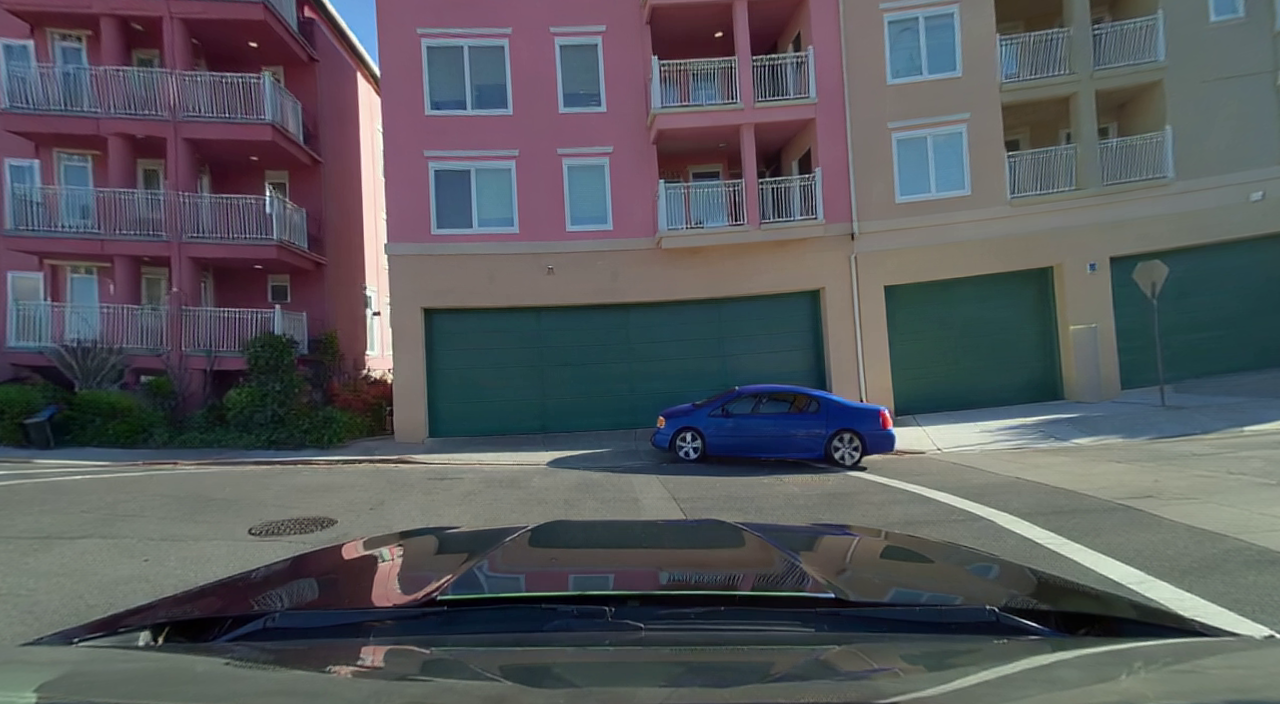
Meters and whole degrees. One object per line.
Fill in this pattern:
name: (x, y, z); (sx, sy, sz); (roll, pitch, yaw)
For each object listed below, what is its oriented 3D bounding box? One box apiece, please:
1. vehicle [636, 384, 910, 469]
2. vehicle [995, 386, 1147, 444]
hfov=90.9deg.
vehicle: (2.282, 1.414, 11.829); (4.697, 1.444, 1.825); (0, -8, -1)
vehicle: (15.499, 2.309, 22.826); (3.905, 1.475, 2.057); (-7, -6, -5)
